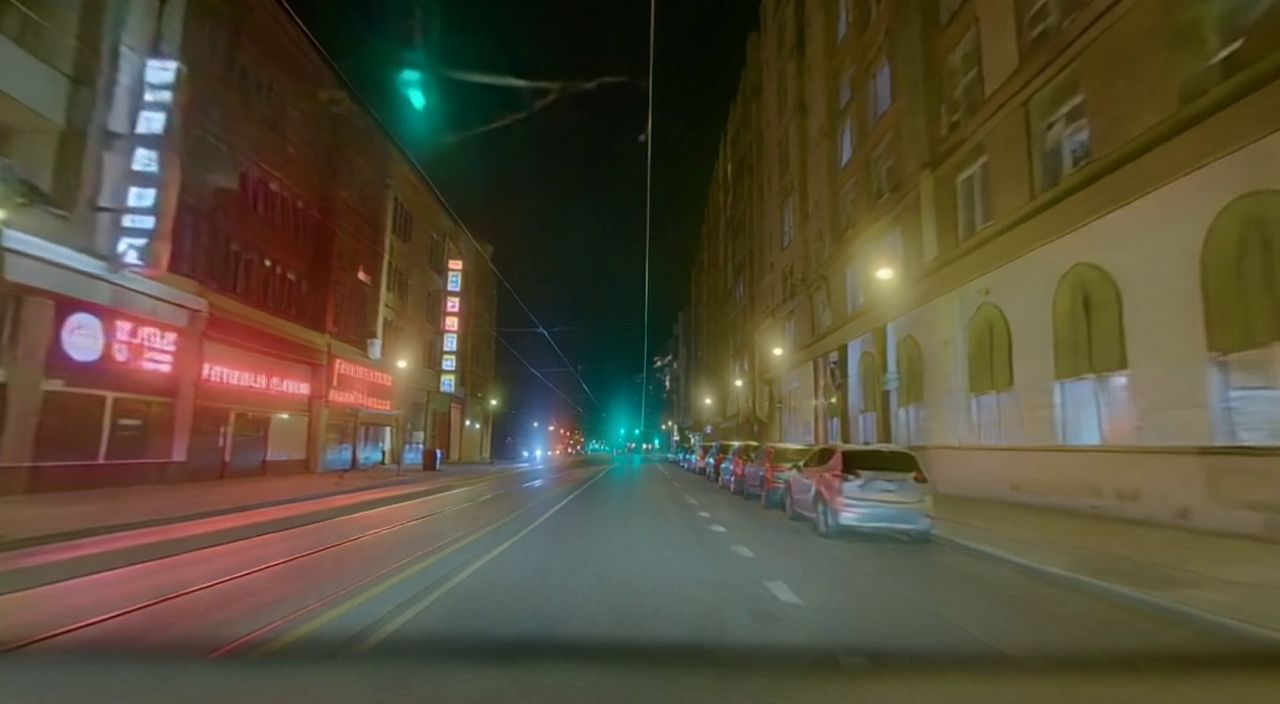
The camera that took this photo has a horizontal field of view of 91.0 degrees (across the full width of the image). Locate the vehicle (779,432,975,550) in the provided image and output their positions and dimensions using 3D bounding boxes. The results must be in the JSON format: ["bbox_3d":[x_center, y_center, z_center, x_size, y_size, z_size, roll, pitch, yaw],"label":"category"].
[{"bbox_3d":[3.574,2.122,10.302,1.819,1.546,3.681,0,-8,1],"label":"vehicle"}]
